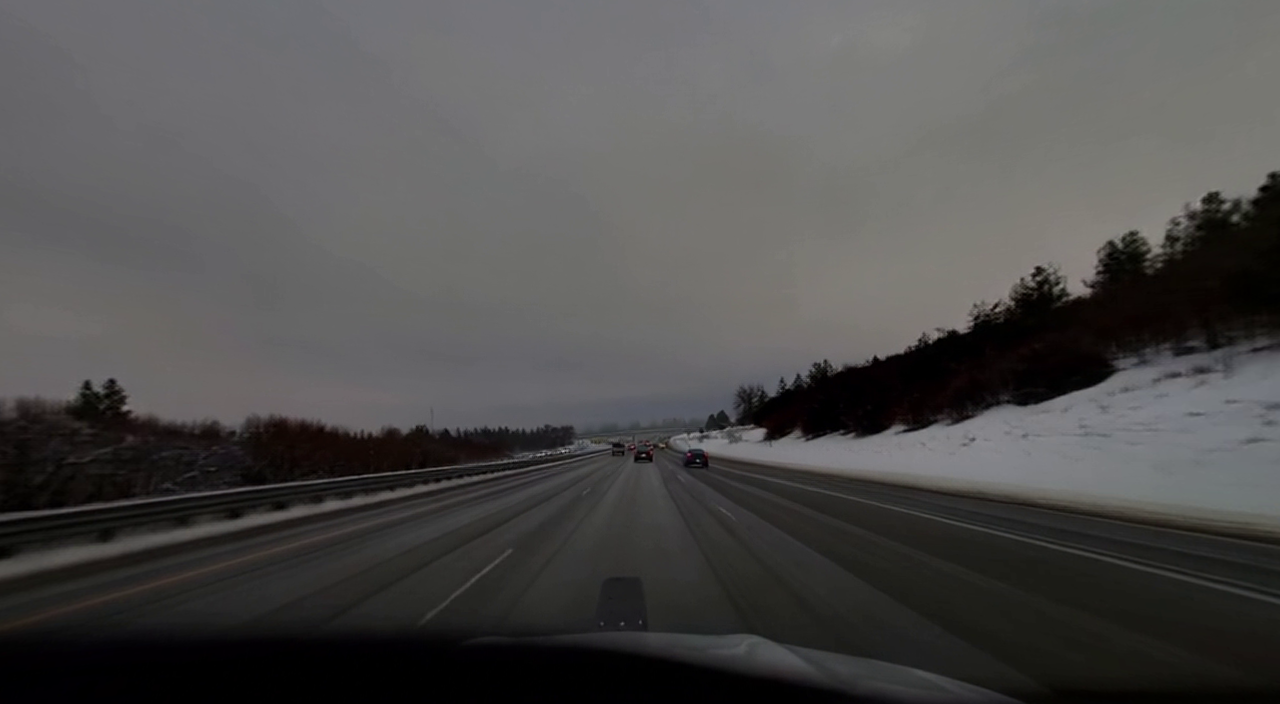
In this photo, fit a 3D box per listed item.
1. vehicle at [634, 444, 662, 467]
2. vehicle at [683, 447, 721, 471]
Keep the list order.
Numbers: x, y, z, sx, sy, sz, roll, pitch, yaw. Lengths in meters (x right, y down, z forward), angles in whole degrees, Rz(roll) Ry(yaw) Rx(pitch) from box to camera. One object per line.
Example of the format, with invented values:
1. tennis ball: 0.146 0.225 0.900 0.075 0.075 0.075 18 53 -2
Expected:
1. vehicle: 0.554 7.729 47.241 1.986 1.576 4.312 0 -8 0
2. vehicle: 3.843 6.672 39.541 1.976 1.352 3.602 0 -8 0
